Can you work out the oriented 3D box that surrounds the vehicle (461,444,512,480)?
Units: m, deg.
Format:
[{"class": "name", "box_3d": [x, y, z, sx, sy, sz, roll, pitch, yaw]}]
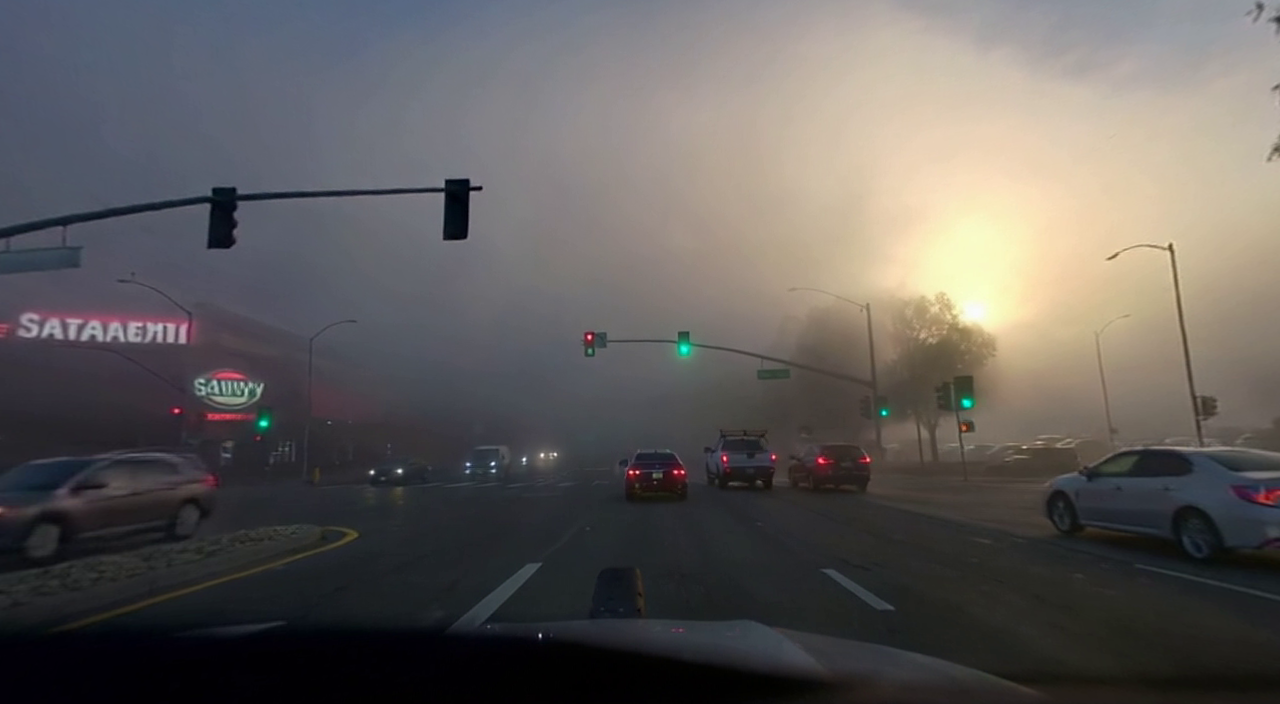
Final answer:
[{"class": "vehicle", "box_3d": [-8.326, 5.983, 34.576, 1.904, 1.789, 4.021, 0, -8, -1]}]

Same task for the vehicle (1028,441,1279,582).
[{"class": "vehicle", "box_3d": [7.829, 2.018, 8.831, 1.905, 1.498, 4.463, 0, -8, -1]}]

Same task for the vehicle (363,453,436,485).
[{"class": "vehicle", "box_3d": [-12.491, 6.070, 33.060, 1.969, 1.486, 4.773, 0, -8, 0]}]

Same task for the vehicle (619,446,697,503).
[{"class": "vehicle", "box_3d": [0.423, 3.485, 18.376, 2.038, 1.447, 3.756, 0, -8, -1]}]

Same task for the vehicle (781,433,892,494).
[{"class": "vehicle", "box_3d": [7.180, 4.112, 23.766, 2.323, 2.009, 5.266, 0, -8, -2]}]

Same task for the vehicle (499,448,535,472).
[{"class": "vehicle", "box_3d": [-8.797, 7.743, 45.338, 1.827, 1.602, 4.115, 0, -8, -1]}]

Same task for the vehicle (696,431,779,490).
[{"class": "vehicle", "box_3d": [3.738, 4.303, 25.385, 2.358, 2.116, 5.328, 0, -8, -1]}]

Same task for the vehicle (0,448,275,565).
[{"class": "vehicle", "box_3d": [-8.313, 2.332, 10.343, 2.002, 1.469, 4.301, 0, -8, 1]}]
